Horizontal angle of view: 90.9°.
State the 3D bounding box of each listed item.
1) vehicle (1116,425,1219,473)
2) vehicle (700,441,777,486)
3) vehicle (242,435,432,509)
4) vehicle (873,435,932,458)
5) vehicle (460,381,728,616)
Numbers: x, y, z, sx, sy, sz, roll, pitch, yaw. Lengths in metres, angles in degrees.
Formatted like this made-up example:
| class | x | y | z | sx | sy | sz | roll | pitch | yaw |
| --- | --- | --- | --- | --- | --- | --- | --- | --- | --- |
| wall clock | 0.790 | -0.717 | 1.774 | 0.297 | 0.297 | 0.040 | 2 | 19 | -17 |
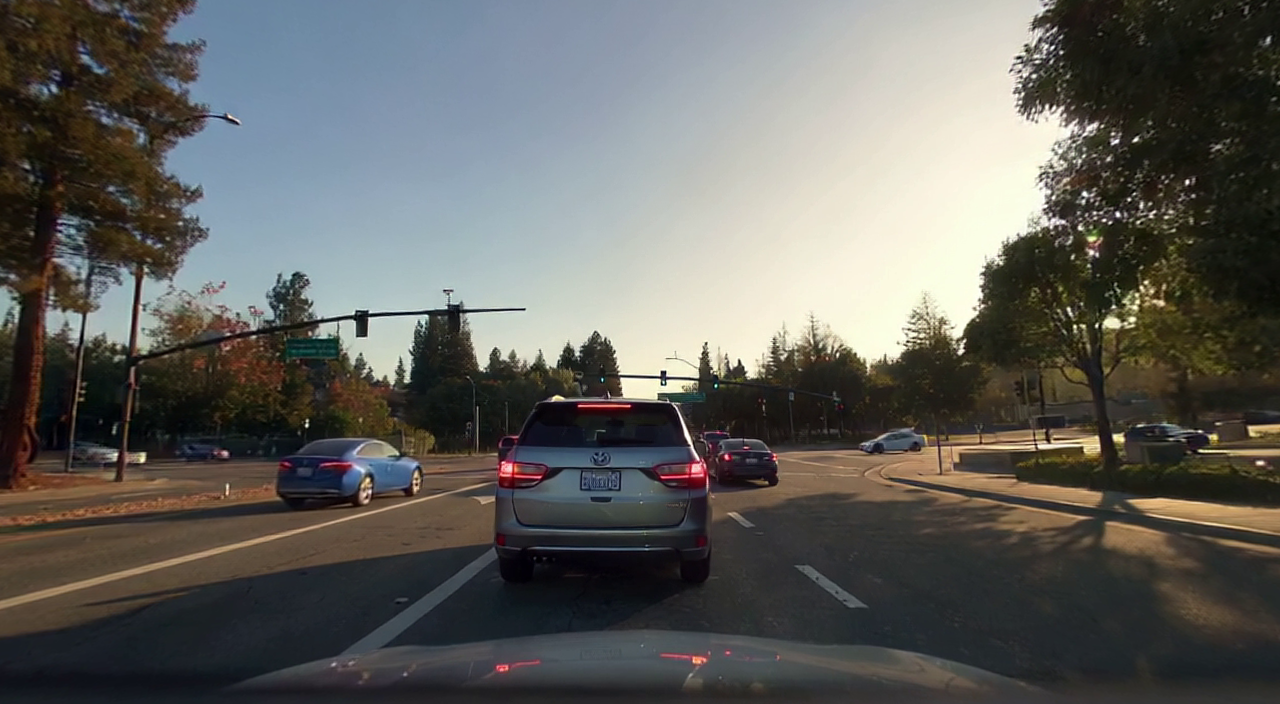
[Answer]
| class | x | y | z | sx | sy | sz | roll | pitch | yaw |
| --- | --- | --- | --- | --- | --- | --- | --- | --- | --- |
| vehicle | 19.234 | 3.516 | 22.931 | 4.215 | 1.578 | 1.892 | 7 | -11 | -37 |
| vehicle | 3.360 | 3.899 | 22.385 | 2.104 | 1.441 | 4.240 | 0 | -8 | 1 |
| vehicle | -6.954 | 2.791 | 15.266 | 2.060 | 1.473 | 4.950 | 0 | -8 | 1 |
| vehicle | 19.985 | 7.208 | 47.917 | 4.361 | 1.653 | 2.034 | 6 | -10 | -35 |
| vehicle | -0.348 | 1.446 | 7.102 | 2.064 | 1.817 | 4.298 | 0 | -8 | 0 |
